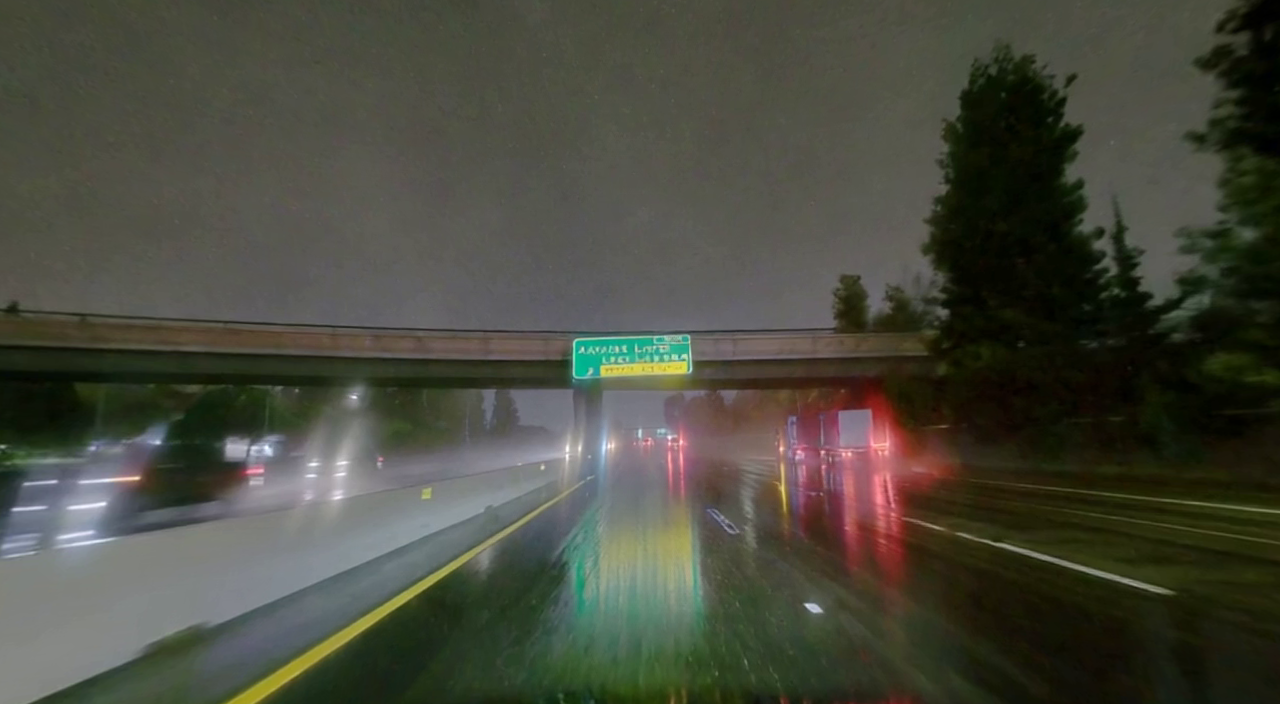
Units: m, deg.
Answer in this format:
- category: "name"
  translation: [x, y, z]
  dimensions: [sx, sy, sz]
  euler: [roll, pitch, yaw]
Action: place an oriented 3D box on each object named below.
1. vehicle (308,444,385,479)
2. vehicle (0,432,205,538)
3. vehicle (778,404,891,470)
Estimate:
- category: "vehicle"
  translation: [-13.990, 5.201, 30.317]
  dimensions: [1.794, 1.548, 3.897]
  euler: [0, -8, 0]
- category: "vehicle"
  translation: [-10.400, 2.319, 11.638]
  dimensions: [1.810, 1.593, 3.998]
  euler: [0, -8, 1]
- category: "vehicle"
  translation: [10.850, 5.019, 36.763]
  dimensions: [2.960, 3.207, 10.950]
  euler: [0, -8, -1]
